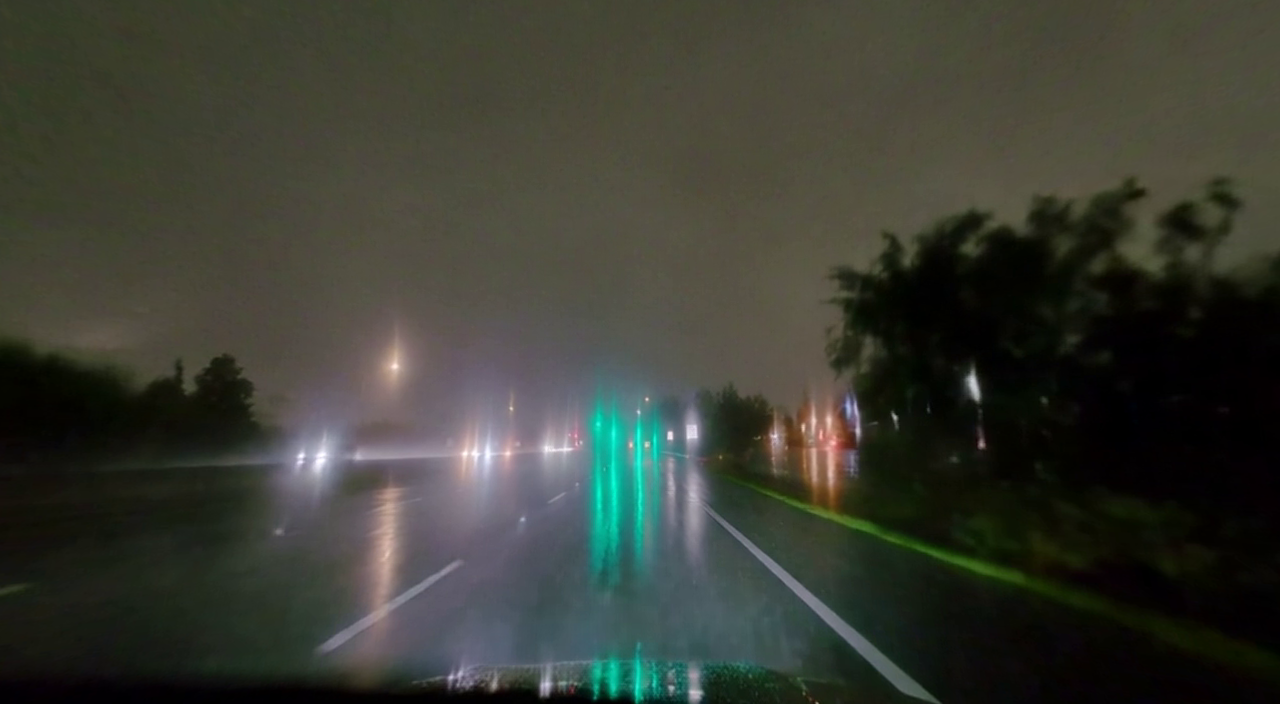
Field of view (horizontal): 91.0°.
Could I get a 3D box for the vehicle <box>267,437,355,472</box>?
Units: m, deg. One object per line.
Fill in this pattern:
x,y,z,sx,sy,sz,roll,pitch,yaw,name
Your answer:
-23.617,7.382,45.624,2.507,2.343,6.755,0,-9,2,vehicle
